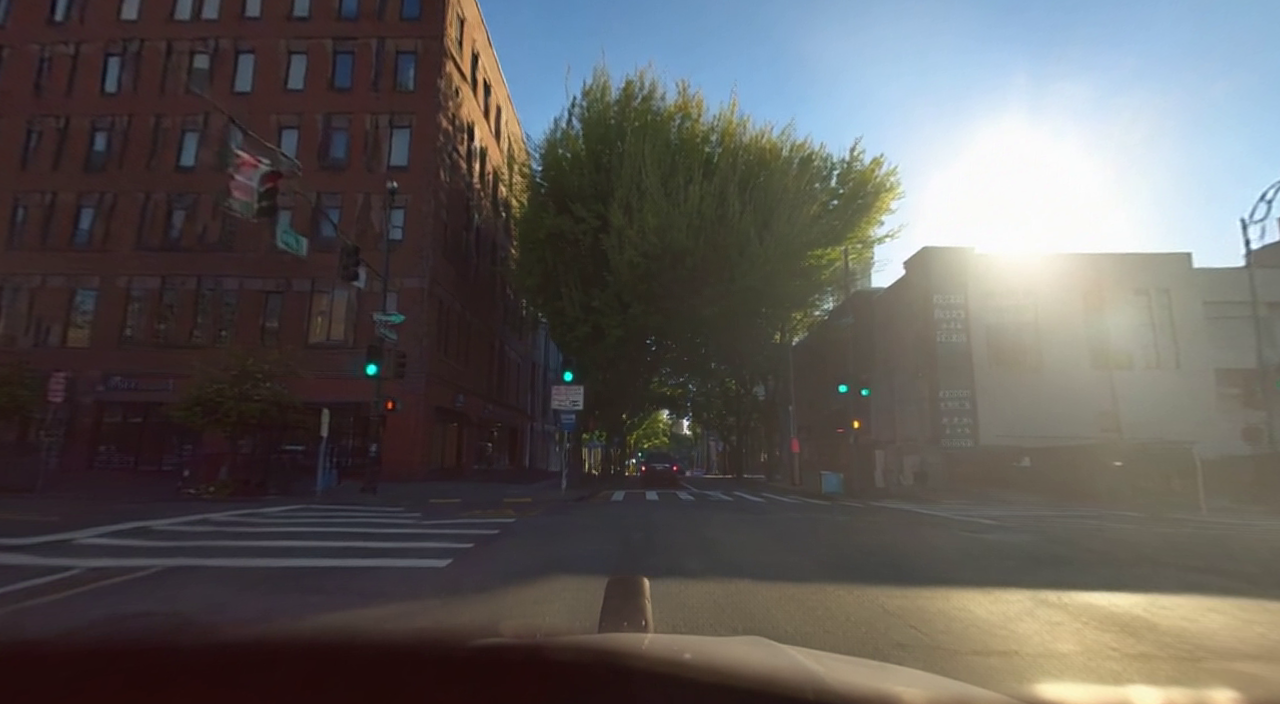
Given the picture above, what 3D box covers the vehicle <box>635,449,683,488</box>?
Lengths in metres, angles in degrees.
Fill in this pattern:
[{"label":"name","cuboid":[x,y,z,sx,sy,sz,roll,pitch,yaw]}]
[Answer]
[{"label":"vehicle","cuboid":[0.835,5.318,29.041,2.079,1.621,3.861,0,-8,0]}]
